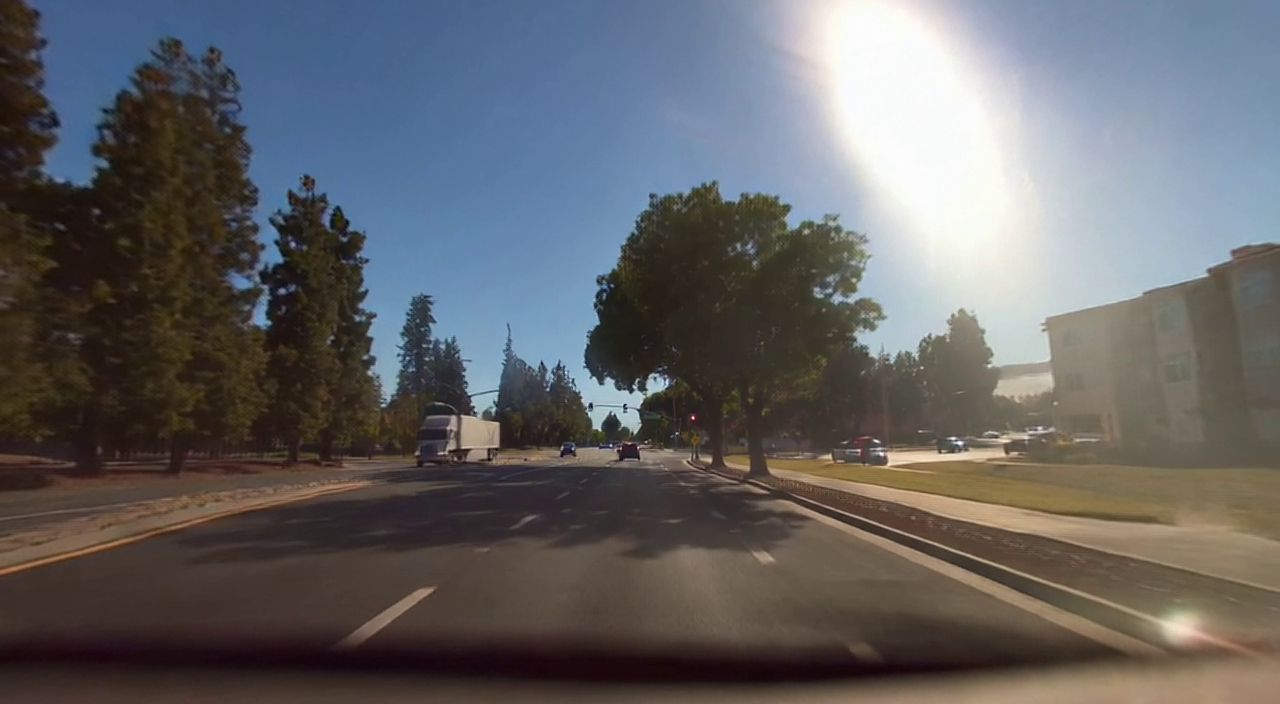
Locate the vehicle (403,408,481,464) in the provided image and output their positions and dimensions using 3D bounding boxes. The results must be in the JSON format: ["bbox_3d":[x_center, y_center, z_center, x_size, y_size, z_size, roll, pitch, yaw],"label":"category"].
[{"bbox_3d":[-15.372,6.685,49.934,3.193,3.952,9.170,0,-8,0],"label":"vehicle"}]
